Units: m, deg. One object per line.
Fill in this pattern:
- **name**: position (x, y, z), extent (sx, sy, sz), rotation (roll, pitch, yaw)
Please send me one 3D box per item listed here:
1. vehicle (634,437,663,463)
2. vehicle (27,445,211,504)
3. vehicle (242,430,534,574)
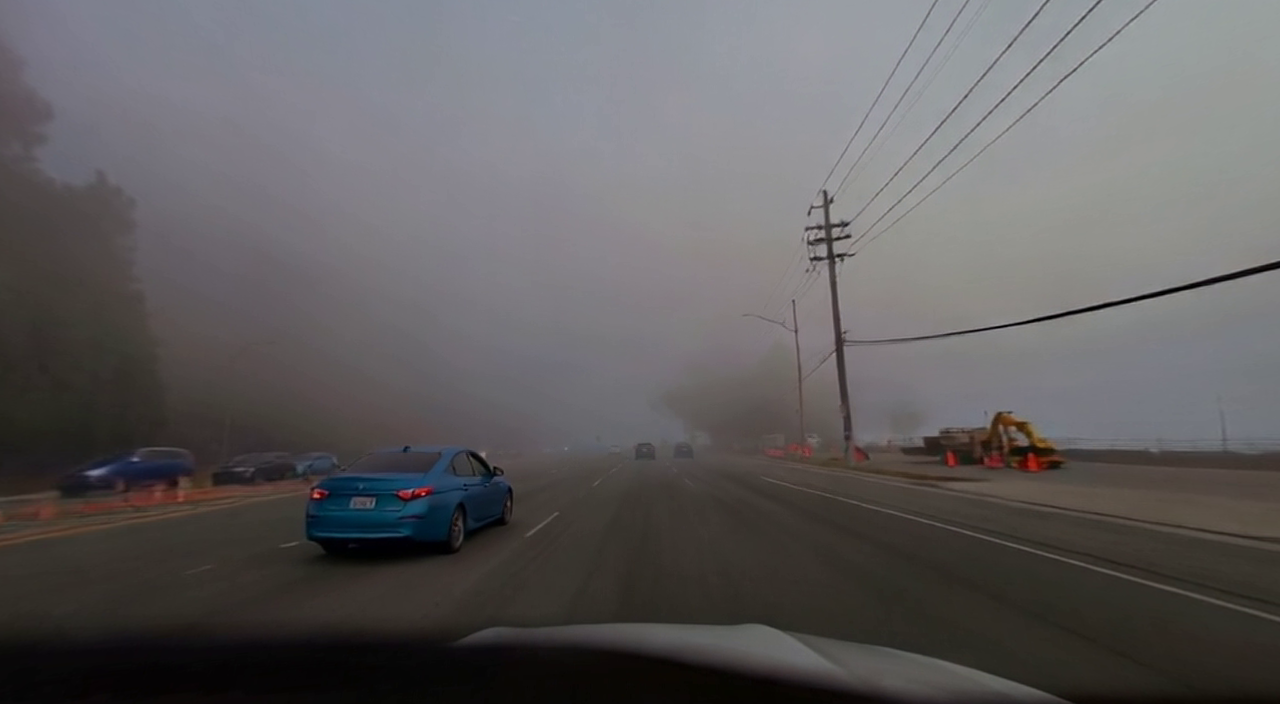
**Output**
- **vehicle**: position (0.580, 7.220, 46.438), extent (2.060, 1.845, 4.151), rotation (0, -9, 0)
- **vehicle**: position (-17.892, 4.191, 22.120), extent (2.178, 1.810, 5.012), rotation (0, -9, 0)
- **vehicle**: position (-3.046, 1.935, 9.047), extent (2.087, 1.480, 4.825), rotation (0, -9, 1)
